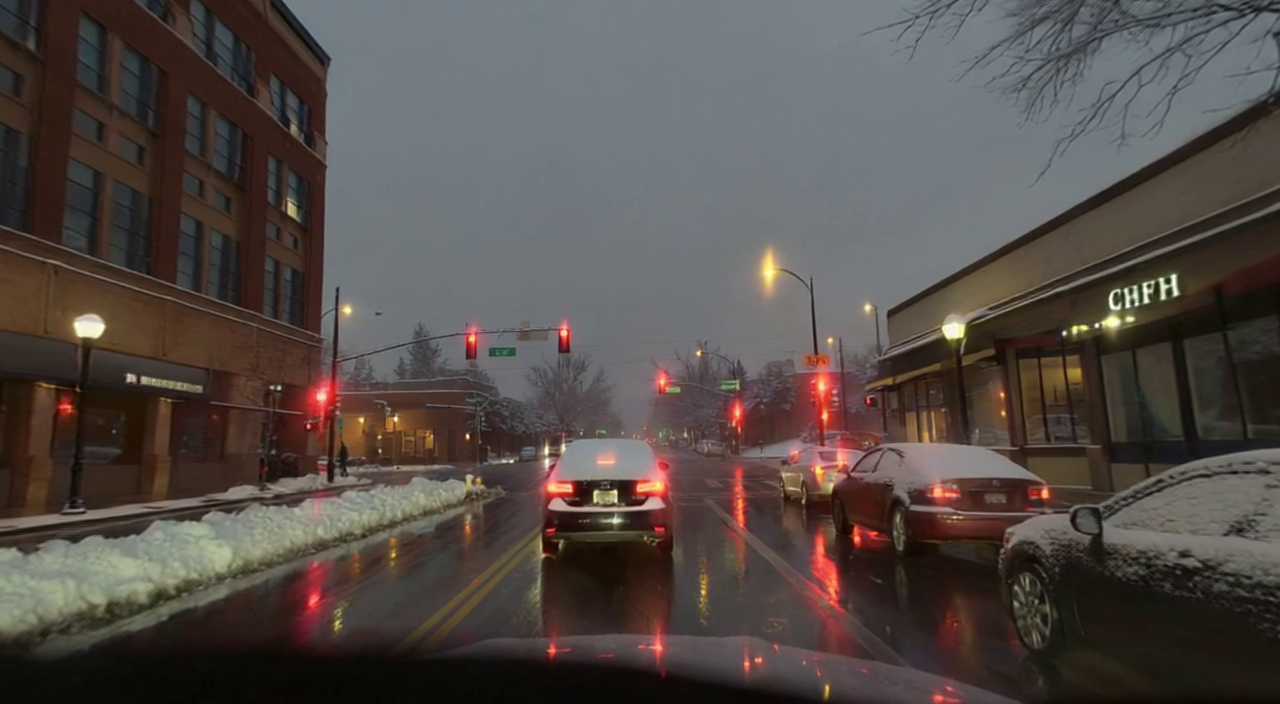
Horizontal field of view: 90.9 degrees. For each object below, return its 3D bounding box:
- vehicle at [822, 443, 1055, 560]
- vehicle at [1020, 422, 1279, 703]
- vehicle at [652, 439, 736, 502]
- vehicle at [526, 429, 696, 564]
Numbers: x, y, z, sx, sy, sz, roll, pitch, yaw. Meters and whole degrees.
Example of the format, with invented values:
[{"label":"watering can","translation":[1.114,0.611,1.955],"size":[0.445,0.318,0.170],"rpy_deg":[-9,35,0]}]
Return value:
[{"label":"vehicle","translation":[4.593,2.300,10.643],"size":[1.912,1.505,4.618],"rpy_deg":[-1,-8,4]},{"label":"vehicle","translation":[3.180,0.829,1.103],"size":[2.006,1.496,4.767],"rpy_deg":[0,-9,-1]},{"label":"vehicle","translation":[1.469,3.142,17.149],"size":[2.006,1.495,3.952],"rpy_deg":[-1,-8,5]},{"label":"vehicle","translation":[-0.401,1.886,8.950],"size":[1.888,1.489,3.703],"rpy_deg":[0,-8,-3]}]
